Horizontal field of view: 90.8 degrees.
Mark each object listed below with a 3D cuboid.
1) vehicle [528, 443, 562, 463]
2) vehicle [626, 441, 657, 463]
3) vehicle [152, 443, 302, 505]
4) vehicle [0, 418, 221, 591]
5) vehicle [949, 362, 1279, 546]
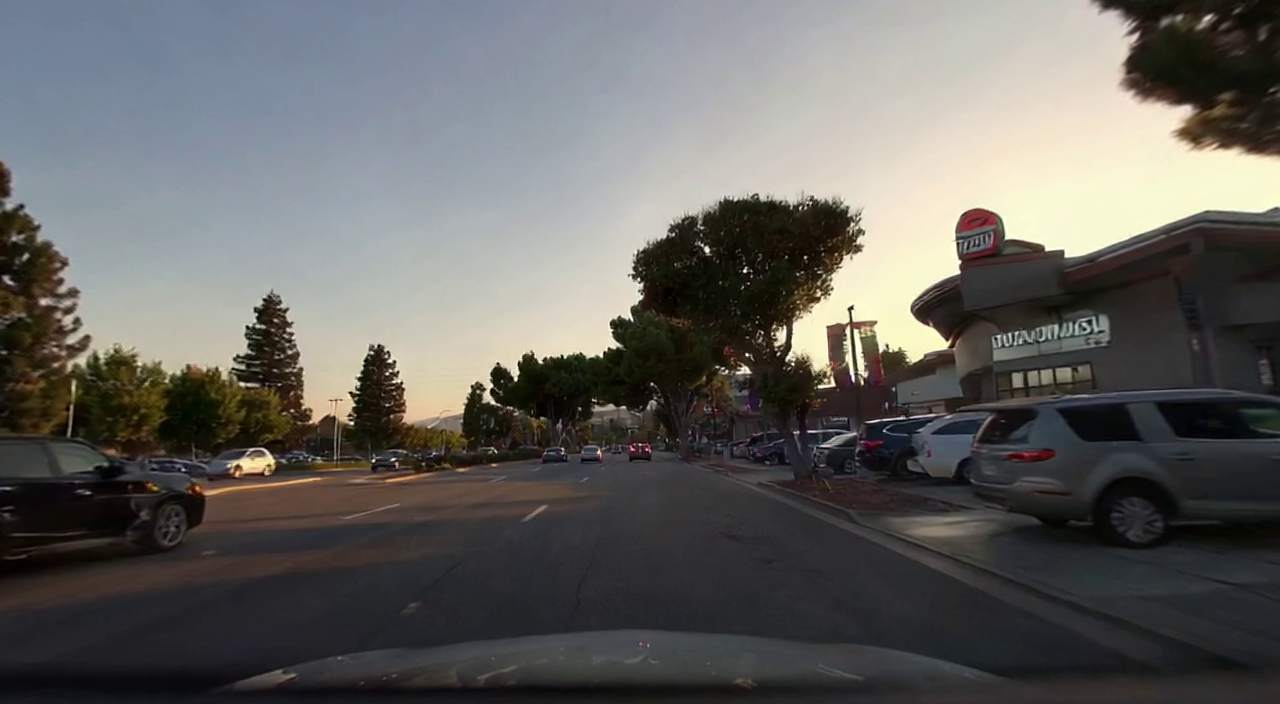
[{"bbox_3d":[-7.245,7.745,48.539,2.011,1.483,4.596,0,-8,-1],"label":"vehicle"},{"bbox_3d":[0.039,6.992,44.152,2.061,1.469,3.954,0,-8,-1],"label":"vehicle"},{"bbox_3d":[-11.765,3.450,18.406,1.879,1.547,4.354,1,-9,-8],"label":"vehicle"},{"bbox_3d":[-7.198,1.586,6.865,2.038,1.649,4.665,0,-8,0],"label":"vehicle"},{"bbox_3d":[7.156,1.344,8.527,4.770,2.124,2.207,-1,-9,5],"label":"vehicle"}]
